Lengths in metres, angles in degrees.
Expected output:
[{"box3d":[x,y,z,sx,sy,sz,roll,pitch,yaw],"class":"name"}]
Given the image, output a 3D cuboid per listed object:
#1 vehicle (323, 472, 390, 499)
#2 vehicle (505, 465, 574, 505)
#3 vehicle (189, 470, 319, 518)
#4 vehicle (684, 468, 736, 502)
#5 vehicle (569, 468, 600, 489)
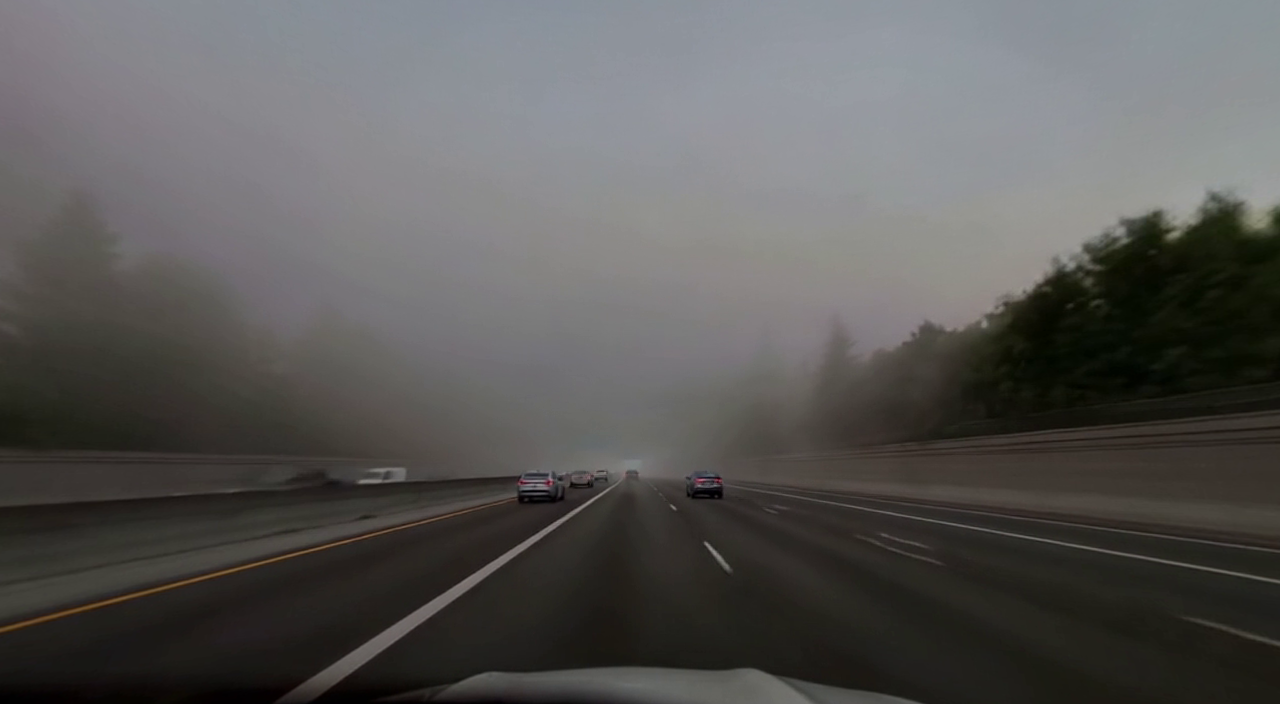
[{"box3d":[-16.914,7.987,37.871,1.893,1.458,4.576,1,-11,0],"class":"vehicle"},{"box3d":[-3.981,5.416,25.925,2.004,1.468,4.812,0,-11,0],"class":"vehicle"},{"box3d":[-12.638,4.650,20.968,1.763,1.412,4.029,1,-11,0],"class":"vehicle"},{"box3d":[3.333,6.438,30.762,1.981,1.516,4.109,1,-11,-1],"class":"vehicle"},{"box3d":[-4.156,9.585,47.866,2.000,1.484,3.995,1,-11,-1],"class":"vehicle"}]
